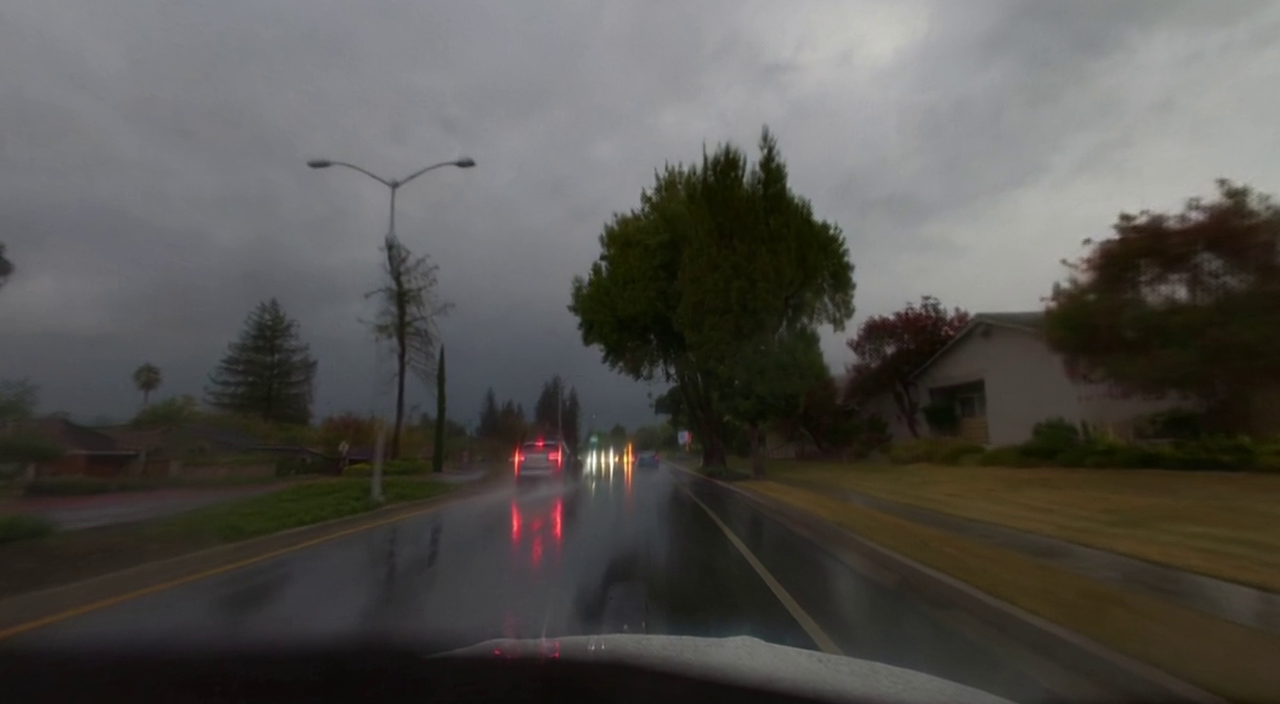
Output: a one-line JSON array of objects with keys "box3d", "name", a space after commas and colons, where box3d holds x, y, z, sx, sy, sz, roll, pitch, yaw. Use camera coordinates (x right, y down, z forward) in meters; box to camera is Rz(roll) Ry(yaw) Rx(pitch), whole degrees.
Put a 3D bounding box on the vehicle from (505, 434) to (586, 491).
[{"box3d": [-3.174, 3.805, 22.132, 2.073, 1.770, 4.302, 0, -8, 2], "name": "vehicle"}]
